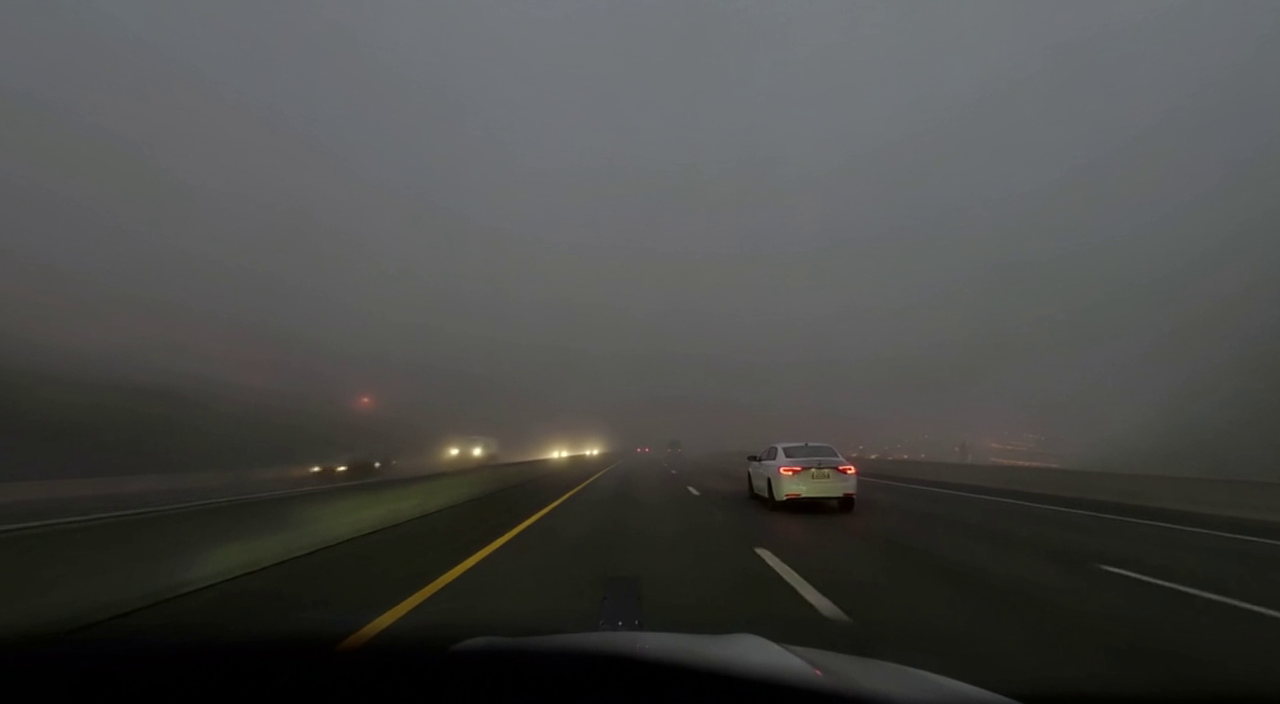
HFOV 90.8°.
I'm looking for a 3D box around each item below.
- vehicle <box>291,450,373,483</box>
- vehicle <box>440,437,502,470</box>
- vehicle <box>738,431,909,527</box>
[{"bbox_3d":[-15.806,5.867,32.705,1.811,1.552,4.504,-1,-9,3],"label":"vehicle"},{"bbox_3d":[-11.493,6.943,43.417,2.452,2.045,5.769,-1,-9,2],"label":"vehicle"},{"bbox_3d":[3.326,2.402,12.562,1.982,1.533,4.612,0,-9,0],"label":"vehicle"}]
